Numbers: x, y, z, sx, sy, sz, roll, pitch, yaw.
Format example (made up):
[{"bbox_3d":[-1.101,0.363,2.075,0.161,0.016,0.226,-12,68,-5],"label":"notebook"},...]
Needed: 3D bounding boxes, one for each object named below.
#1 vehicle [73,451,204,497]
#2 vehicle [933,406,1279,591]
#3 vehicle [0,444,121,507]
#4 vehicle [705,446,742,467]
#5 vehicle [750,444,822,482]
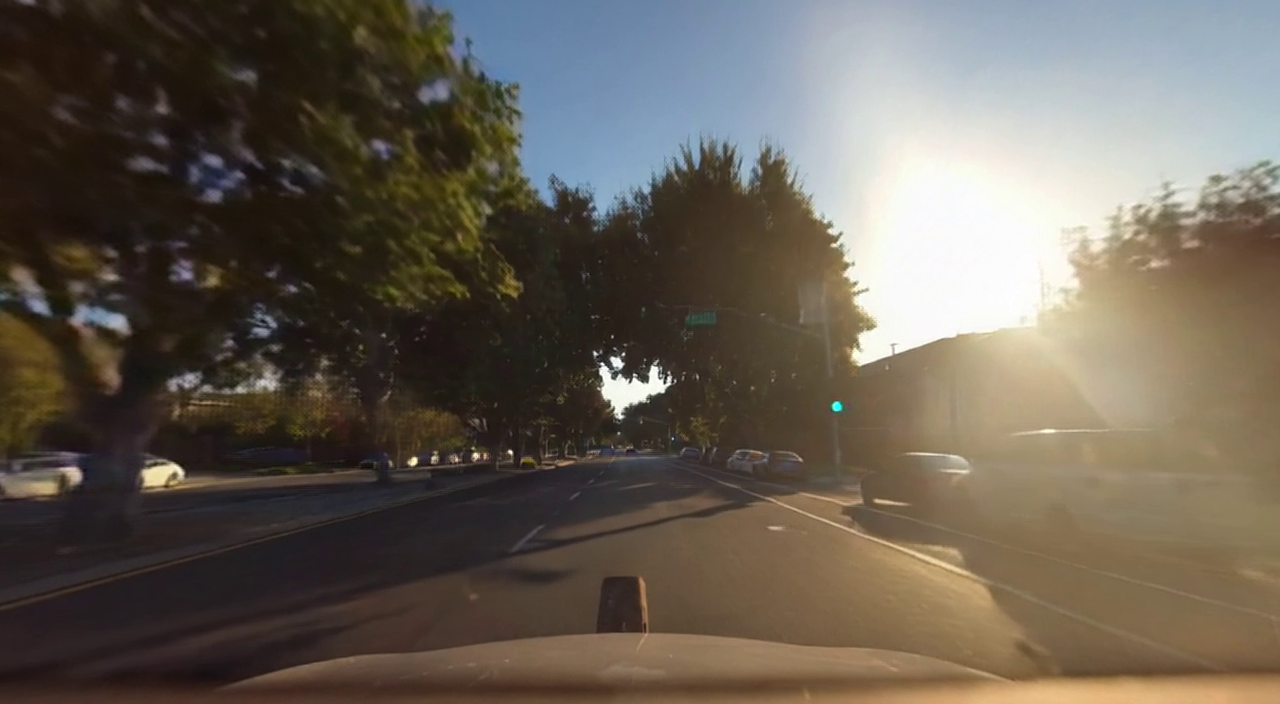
[{"bbox_3d":[-21.725,5.248,27.508,1.965,1.523,4.798,-1,-6,-2],"label":"vehicle"},{"bbox_3d":[6.417,1.858,8.884,2.032,1.844,4.964,0,-9,-1],"label":"vehicle"},{"bbox_3d":[-21.519,4.234,21.839,2.196,1.854,5.677,-1,-7,-1],"label":"vehicle"},{"bbox_3d":[6.094,7.713,46.463,1.945,1.481,4.421,1,-9,-3],"label":"vehicle"},{"bbox_3d":[6.336,4.879,27.866,1.922,1.494,4.772,0,-9,-2],"label":"vehicle"}]
